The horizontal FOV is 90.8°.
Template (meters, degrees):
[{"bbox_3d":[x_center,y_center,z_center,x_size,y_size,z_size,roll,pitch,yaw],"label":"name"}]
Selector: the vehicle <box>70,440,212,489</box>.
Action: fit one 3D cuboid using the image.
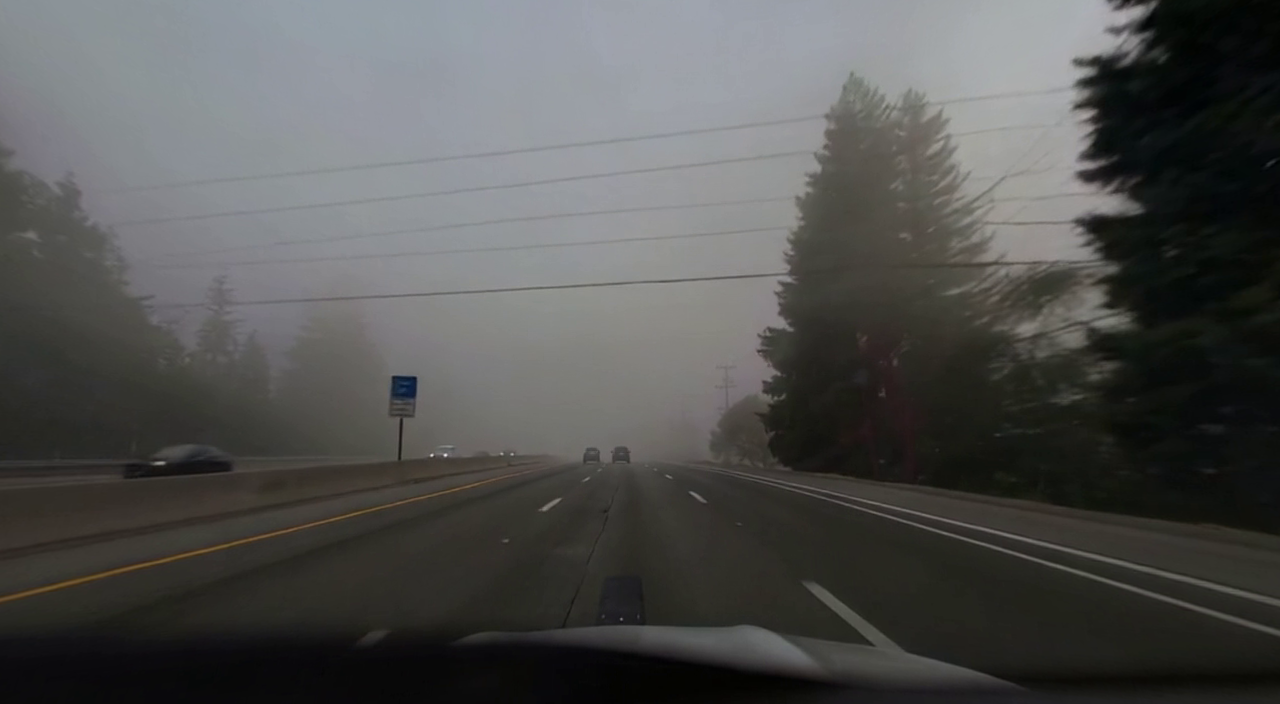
[{"bbox_3d":[-18.075,4.094,23.179,1.924,1.616,4.019,0,-9,-1],"label":"vehicle"}]
